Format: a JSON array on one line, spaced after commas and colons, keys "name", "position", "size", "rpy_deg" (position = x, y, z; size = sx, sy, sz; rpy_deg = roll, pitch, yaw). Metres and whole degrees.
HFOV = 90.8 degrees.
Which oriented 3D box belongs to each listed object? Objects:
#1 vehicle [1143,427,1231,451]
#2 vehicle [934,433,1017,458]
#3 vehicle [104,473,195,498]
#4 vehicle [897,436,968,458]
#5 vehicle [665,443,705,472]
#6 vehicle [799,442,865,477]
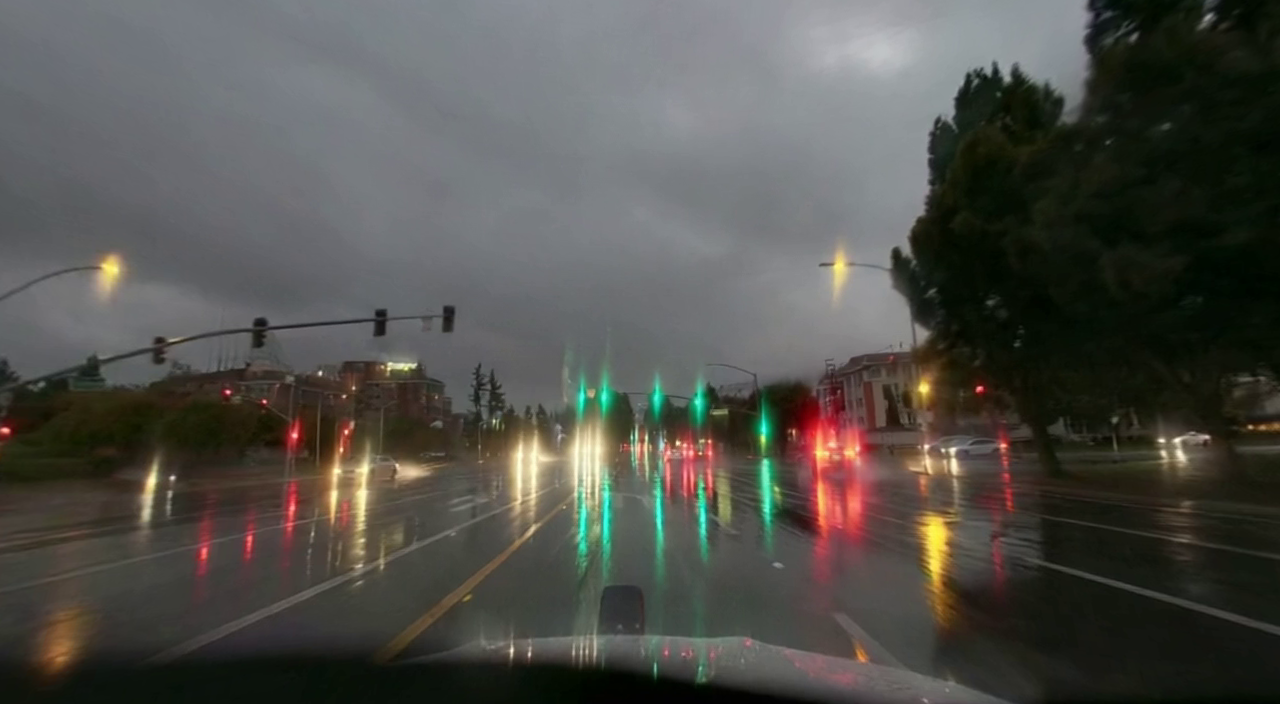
[{"name": "vehicle", "position": [39.832, 6.355, 46.081], "size": [4.517, 1.643, 1.945], "rpy_deg": [0, -9, 0]}, {"name": "vehicle", "position": [24.413, 6.799, 46.046], "size": [4.747, 1.766, 2.179], "rpy_deg": [0, -9, -1]}, {"name": "vehicle", "position": [-34.029, 9.246, 43.899], "size": [4.552, 1.544, 2.010], "rpy_deg": [0, -9, -1]}, {"name": "vehicle", "position": [22.599, 7.372, 48.936], "size": [4.475, 1.682, 2.044], "rpy_deg": [0, -9, -2]}, {"name": "vehicle", "position": [2.579, 6.156, 37.103], "size": [1.917, 1.538, 4.259], "rpy_deg": [0, -9, -2]}, {"name": "vehicle", "position": [9.584, 5.365, 31.926], "size": [1.798, 1.621, 4.304], "rpy_deg": [0, -9, -2]}]
